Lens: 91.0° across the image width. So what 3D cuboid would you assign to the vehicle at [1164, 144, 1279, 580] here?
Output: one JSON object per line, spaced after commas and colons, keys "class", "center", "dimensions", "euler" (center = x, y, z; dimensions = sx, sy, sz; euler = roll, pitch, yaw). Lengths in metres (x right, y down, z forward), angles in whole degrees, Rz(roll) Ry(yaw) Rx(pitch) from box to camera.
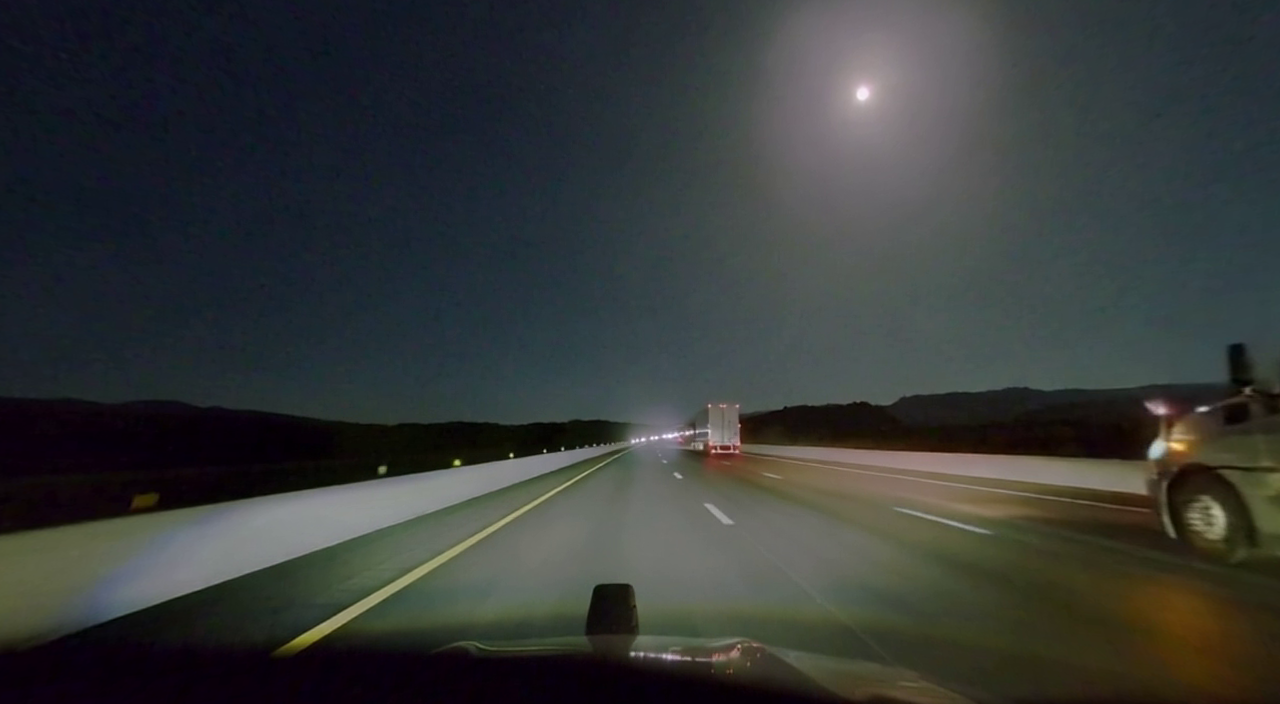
{"class": "vehicle", "center": [7.430, -0.187, 3.946], "dimensions": [2.917, 4.022, 5.895], "euler": [0, -8, 0]}
